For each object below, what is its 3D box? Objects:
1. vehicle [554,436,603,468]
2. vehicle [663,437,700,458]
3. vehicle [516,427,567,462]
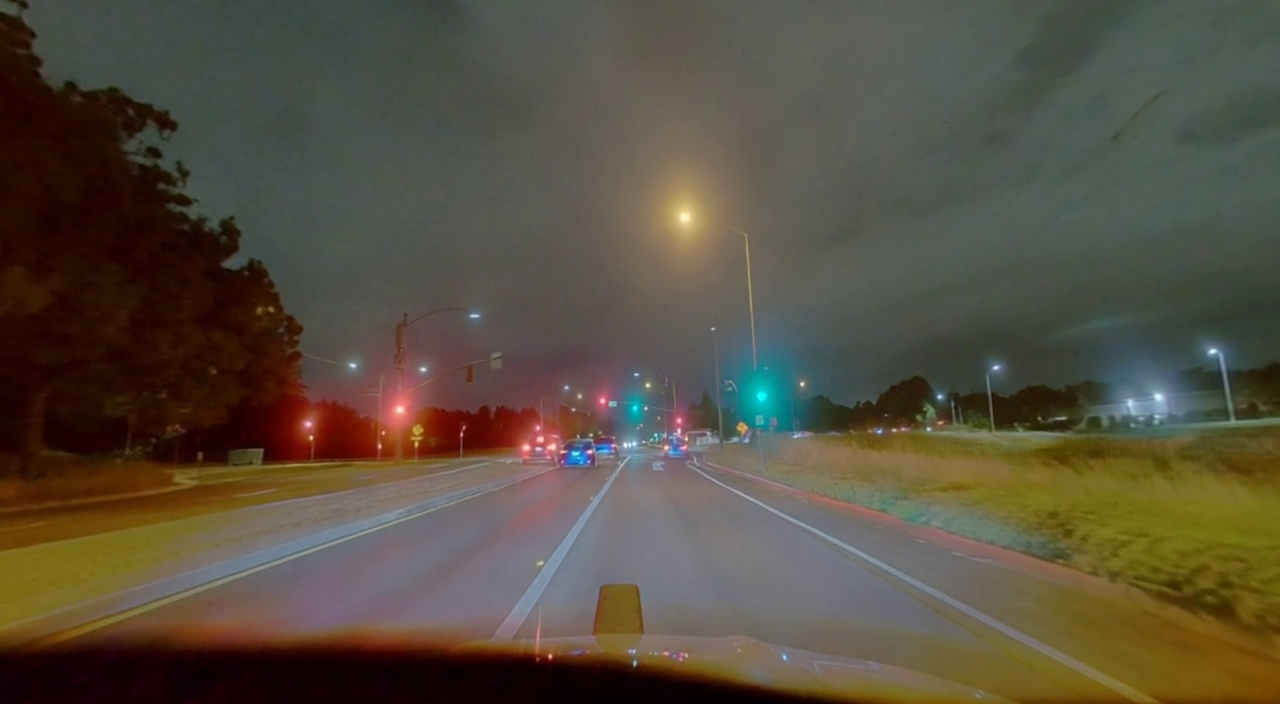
[{"bbox_3d":[-2.996,5.004,31.743,1.979,1.492,3.930,0,-9,1],"label":"vehicle"},{"bbox_3d":[2.999,6.781,44.778,1.945,1.410,4.284,-2,-9,12],"label":"vehicle"},{"bbox_3d":[-6.111,5.866,39.919,2.390,2.020,5.085,0,-9,0],"label":"vehicle"}]
